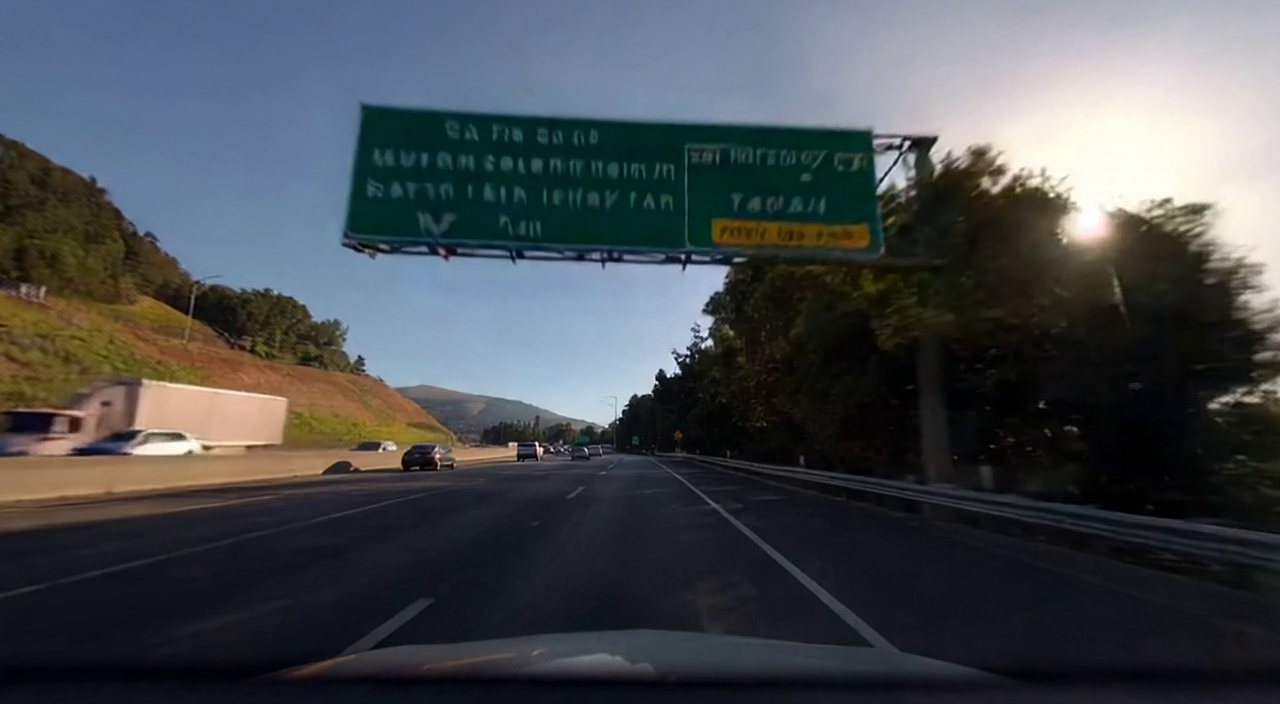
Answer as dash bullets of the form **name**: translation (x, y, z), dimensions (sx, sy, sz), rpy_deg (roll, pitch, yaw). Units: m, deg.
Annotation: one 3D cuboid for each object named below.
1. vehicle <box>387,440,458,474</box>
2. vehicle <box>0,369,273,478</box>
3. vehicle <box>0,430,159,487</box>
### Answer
- **vehicle**: translation (-11.058, 5.346, 32.317), dimensions (2.001, 1.625, 4.528), rpy_deg (0, -8, 0)
- **vehicle**: translation (-21.944, 3.417, 28.398), dimensions (2.931, 3.787, 12.999), rpy_deg (0, -8, 0)
- **vehicle**: translation (-17.570, 3.225, 19.391), dimensions (1.940, 1.542, 4.410), rpy_deg (0, -8, 0)
